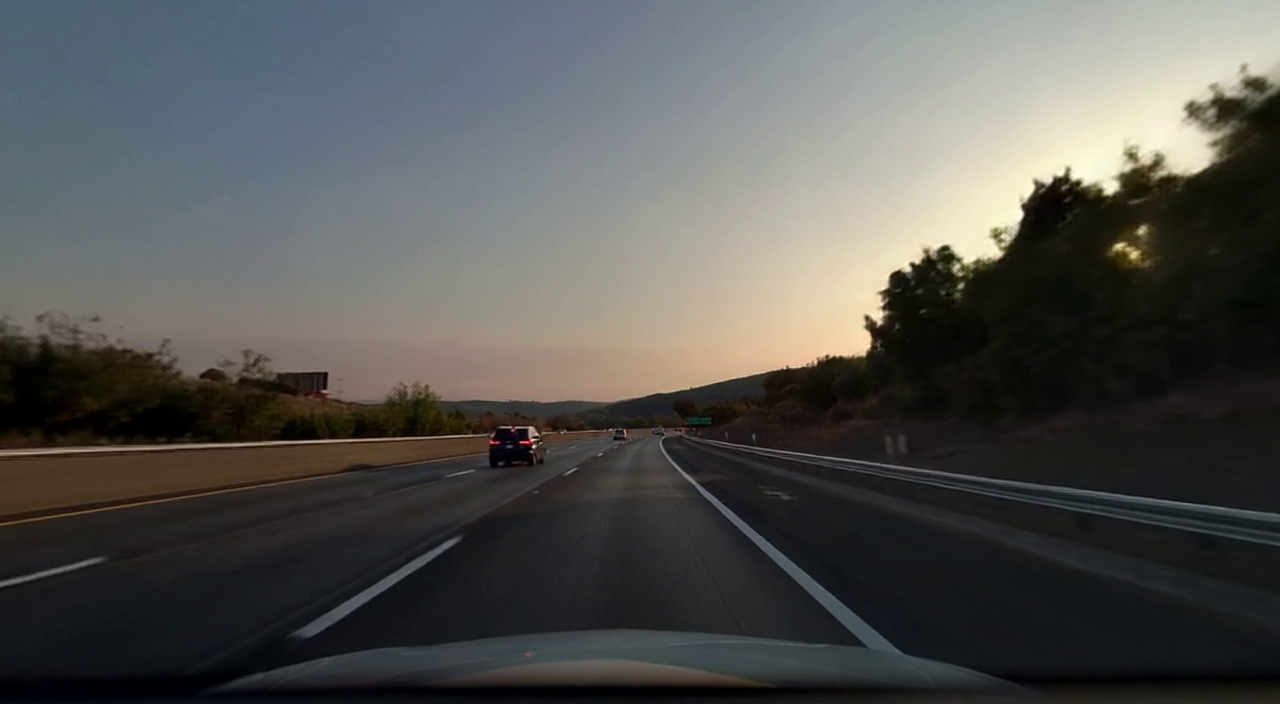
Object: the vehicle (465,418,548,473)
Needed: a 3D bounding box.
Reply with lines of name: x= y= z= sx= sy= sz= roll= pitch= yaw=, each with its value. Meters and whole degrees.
vehicle: x=-4.547 y=3.262 z=22.131 sx=1.980 sy=1.721 sz=4.419 roll=0 pitch=-8 yaw=0
